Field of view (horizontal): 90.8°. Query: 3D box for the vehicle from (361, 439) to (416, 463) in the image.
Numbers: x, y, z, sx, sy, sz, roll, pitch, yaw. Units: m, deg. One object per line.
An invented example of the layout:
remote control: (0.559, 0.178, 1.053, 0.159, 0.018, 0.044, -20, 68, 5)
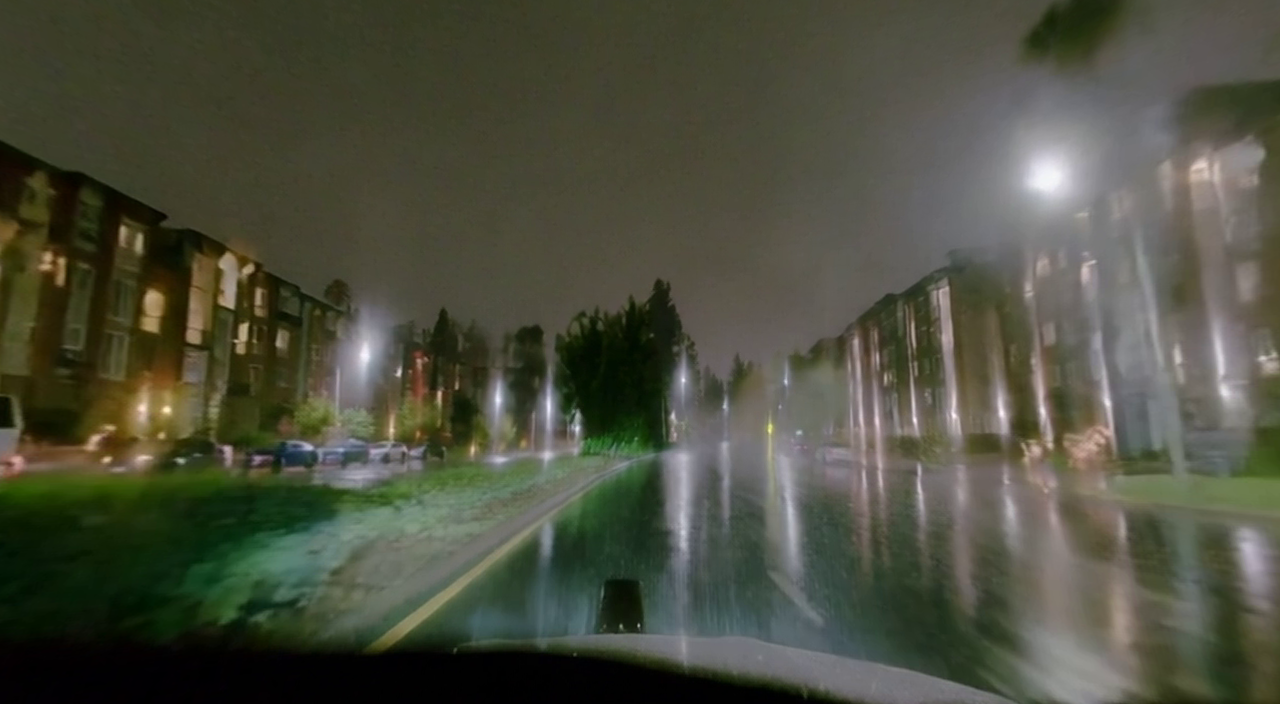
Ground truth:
vehicle: (-17.519, 6.972, 44.247, 1.795, 1.445, 4.629, -3, -10, 2)

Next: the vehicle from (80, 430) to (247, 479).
vehicle: (-18.651, 4.057, 25.211, 2.076, 1.703, 5.595, 0, -8, 3)

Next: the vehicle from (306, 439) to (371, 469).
vehicle: (-18.044, 6.085, 38.014, 1.686, 1.671, 4.477, -1, -8, 0)

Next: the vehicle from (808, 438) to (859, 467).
vehicle: (11.767, 6.128, 38.694, 1.992, 1.615, 4.460, 0, -8, 4)

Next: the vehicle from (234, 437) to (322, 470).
vehicle: (-18.336, 5.183, 32.242, 1.854, 1.490, 4.331, -2, -9, 1)
